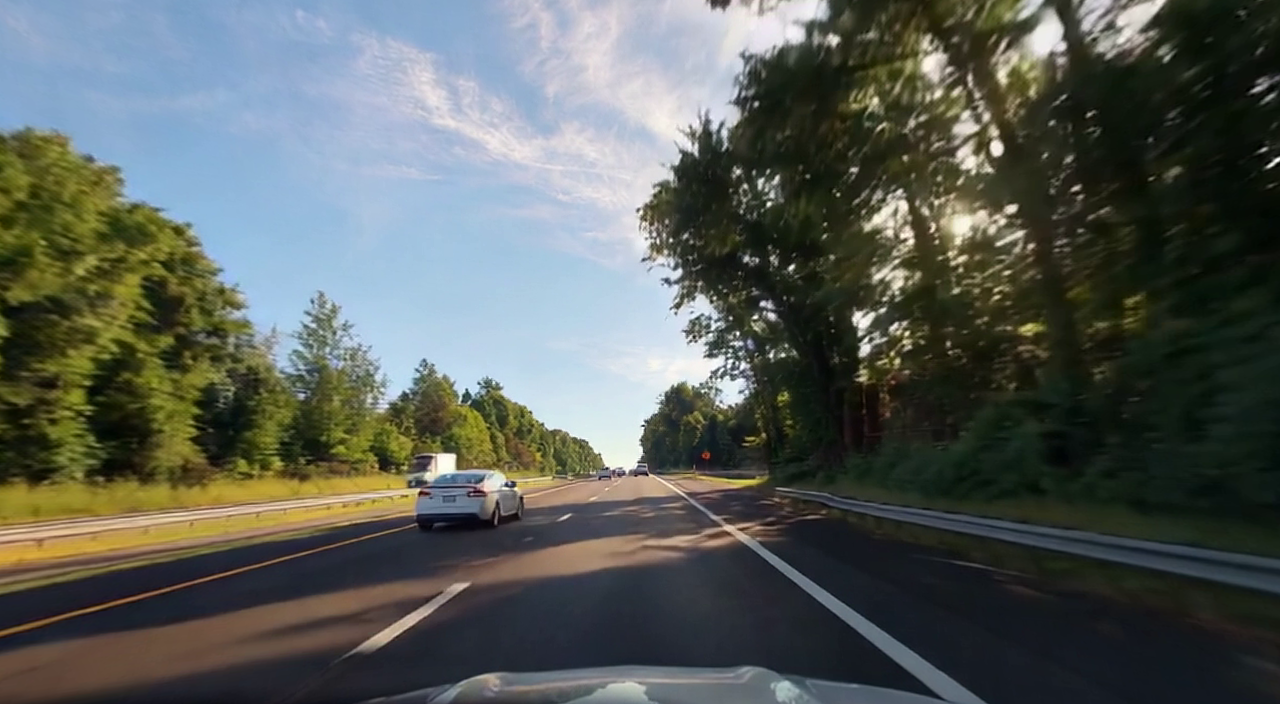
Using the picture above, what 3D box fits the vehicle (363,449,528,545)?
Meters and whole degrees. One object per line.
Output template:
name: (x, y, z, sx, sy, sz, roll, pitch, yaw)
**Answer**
vehicle: (-3.621, 2.808, 12.628, 1.900, 1.550, 4.146, 0, -11, 1)
